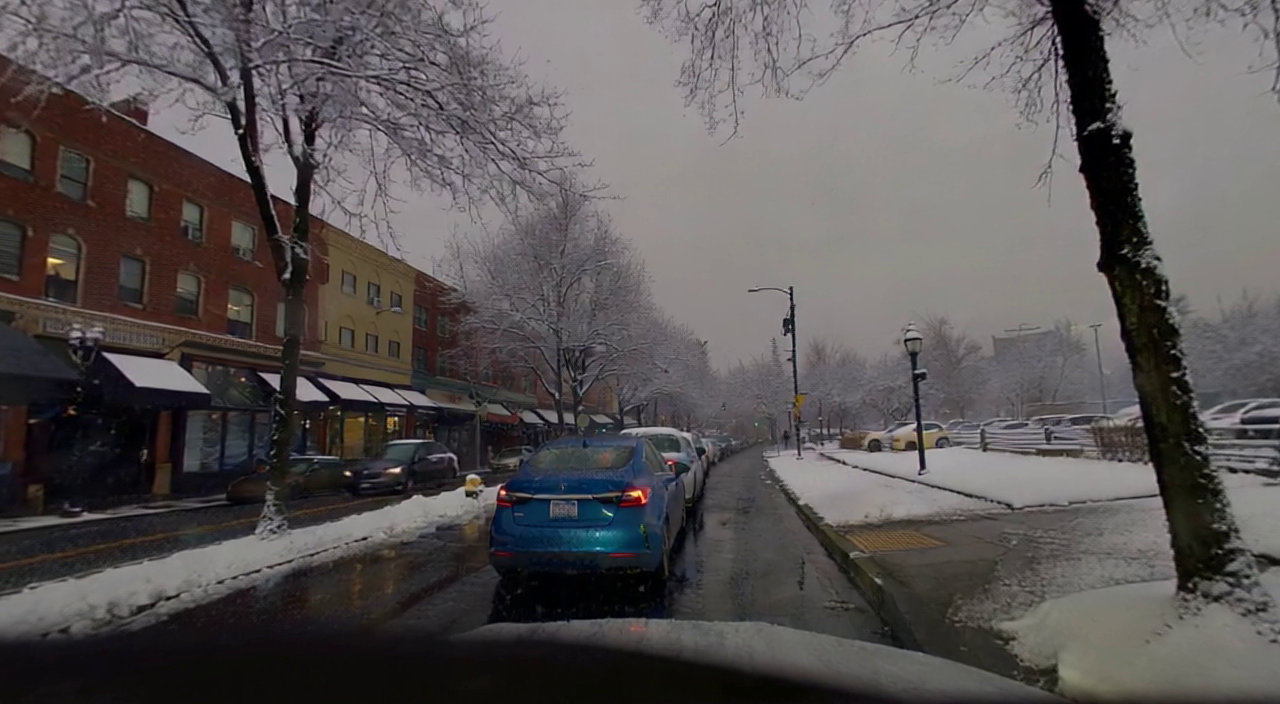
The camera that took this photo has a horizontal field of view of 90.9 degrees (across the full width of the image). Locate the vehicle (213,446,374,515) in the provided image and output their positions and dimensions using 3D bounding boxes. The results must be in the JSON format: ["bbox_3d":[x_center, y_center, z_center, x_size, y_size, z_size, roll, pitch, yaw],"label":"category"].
[{"bbox_3d":[-11.006,4.067,20.591,2.081,1.718,5.342,-6,-9,3],"label":"vehicle"}]

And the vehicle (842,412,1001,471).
[{"bbox_3d":[9.020,2.832,20.216,4.558,1.528,1.915,0,-8,-23],"label":"vehicle"}]

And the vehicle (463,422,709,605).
[{"bbox_3d":[-0.272,1.631,7.292,1.939,1.478,3.922,-1,-8,9],"label":"vehicle"}]

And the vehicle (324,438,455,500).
[{"bbox_3d":[-8.034,3.766,20.755,2.054,1.772,4.276,-3,-9,9],"label":"vehicle"}]
